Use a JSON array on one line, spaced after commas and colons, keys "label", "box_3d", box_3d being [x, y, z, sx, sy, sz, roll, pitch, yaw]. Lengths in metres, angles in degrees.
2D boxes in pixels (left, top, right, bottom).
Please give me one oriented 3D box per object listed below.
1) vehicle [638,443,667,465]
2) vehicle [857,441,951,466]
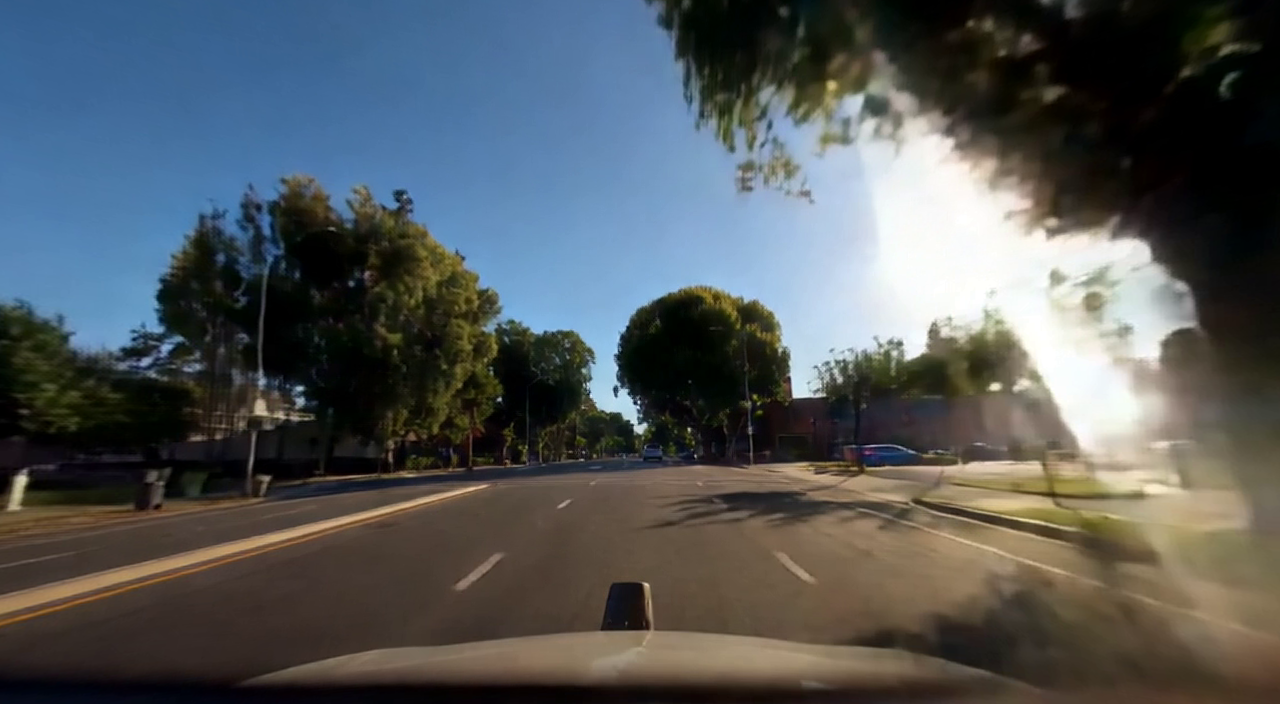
[{"label": "vehicle", "box_3d": [0.961, 7.915, 49.042, 2.200, 1.653, 4.127, 0, -8, 1]}, {"label": "vehicle", "box_3d": [16.124, 6.199, 38.681, 4.824, 1.462, 1.974, 0, -8, -1]}]
